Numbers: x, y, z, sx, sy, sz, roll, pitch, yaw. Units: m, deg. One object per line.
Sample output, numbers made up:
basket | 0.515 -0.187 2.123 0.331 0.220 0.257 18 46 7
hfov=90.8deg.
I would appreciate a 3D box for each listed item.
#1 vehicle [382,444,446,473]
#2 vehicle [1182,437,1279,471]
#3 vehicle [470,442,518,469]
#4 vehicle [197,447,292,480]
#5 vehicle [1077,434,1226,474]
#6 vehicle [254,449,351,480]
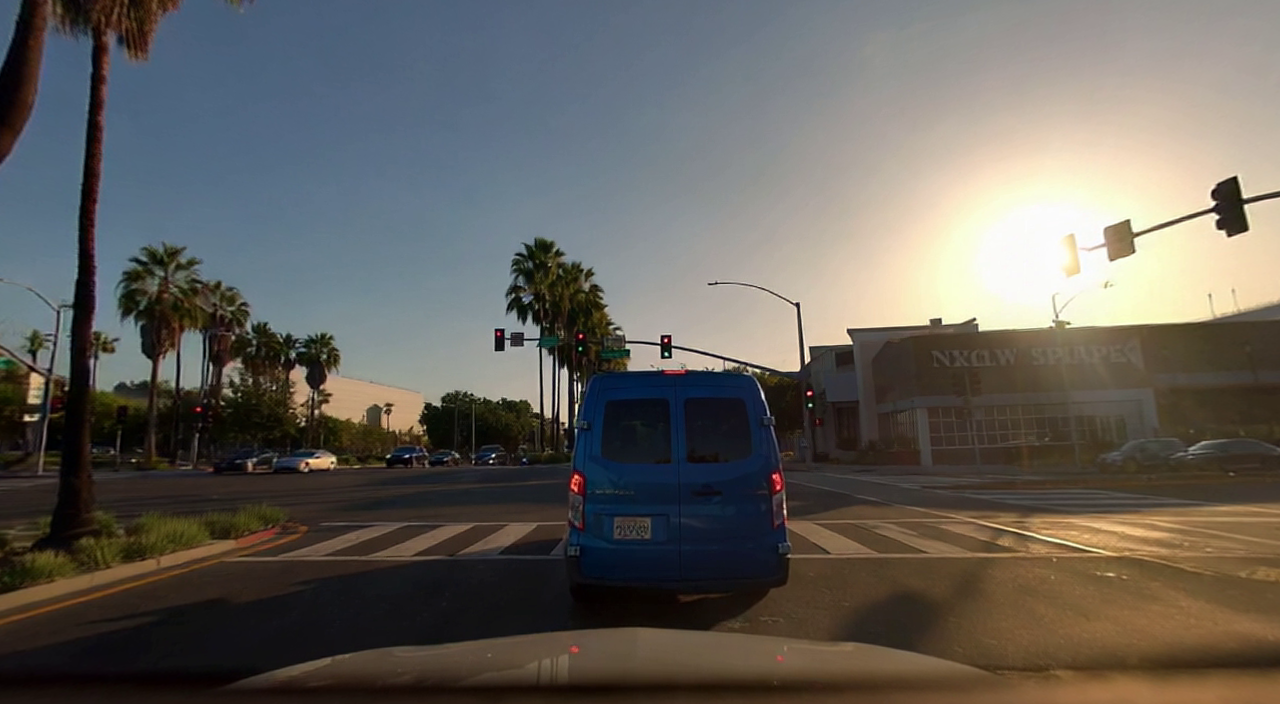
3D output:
vehicle | -13.782 6.519 38.931 2.074 1.671 4.755 0 -9 2
vehicle | 27.404 4.597 28.489 4.625 1.451 1.801 1 -9 -9
vehicle | -9.702 6.900 42.393 2.074 1.681 4.417 0 -9 1
vehicle | -21.169 5.971 34.093 2.107 1.642 4.561 0 -9 1
vehicle | 22.243 4.444 27.635 4.533 1.676 2.236 0 -9 -1
vehicle | -17.510 5.833 33.131 2.221 1.449 5.092 0 -9 1
